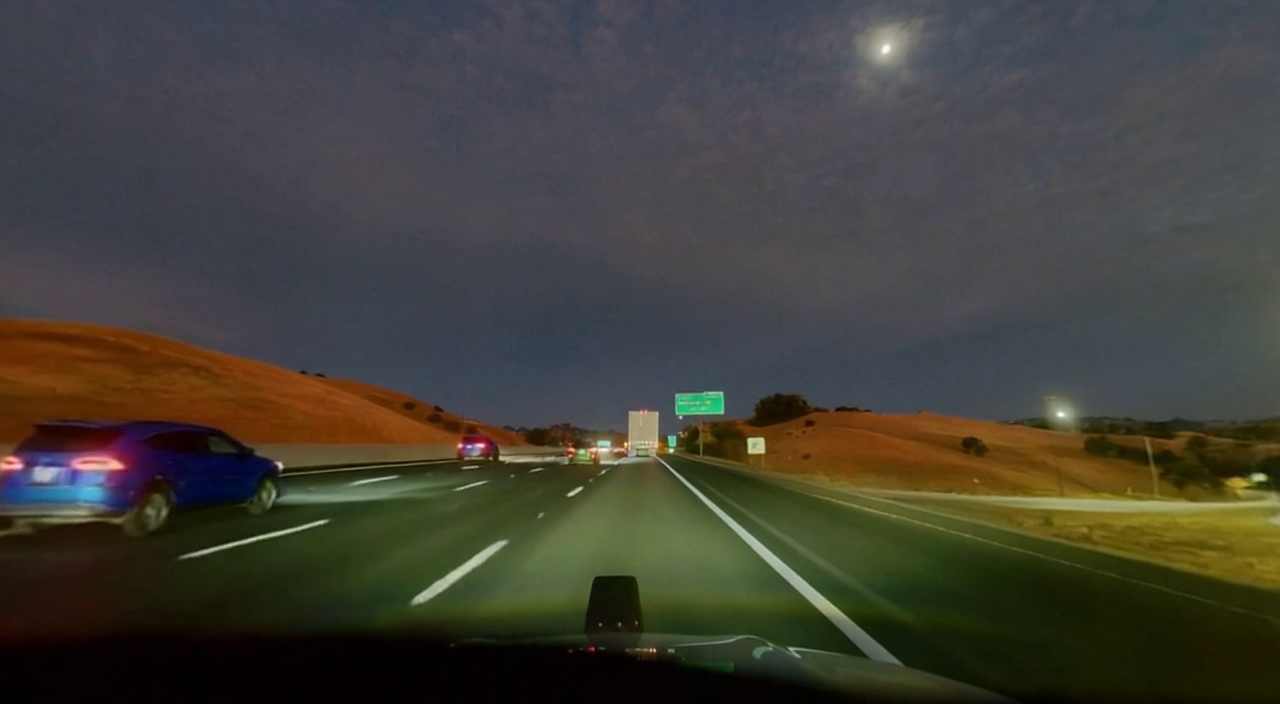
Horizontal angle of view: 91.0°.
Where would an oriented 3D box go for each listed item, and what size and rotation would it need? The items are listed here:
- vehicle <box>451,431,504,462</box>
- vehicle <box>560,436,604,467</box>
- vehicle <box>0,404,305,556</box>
[{"bbox_3d":[-10.815,6.342,42.200,2.111,1.906,5.028,0,-9,1],"label":"vehicle"},{"bbox_3d":[-3.473,6.059,38.567,2.194,1.725,4.698,0,-9,1],"label":"vehicle"},{"bbox_3d":[-7.470,1.794,9.529,2.098,1.678,4.822,0,-9,0],"label":"vehicle"}]
